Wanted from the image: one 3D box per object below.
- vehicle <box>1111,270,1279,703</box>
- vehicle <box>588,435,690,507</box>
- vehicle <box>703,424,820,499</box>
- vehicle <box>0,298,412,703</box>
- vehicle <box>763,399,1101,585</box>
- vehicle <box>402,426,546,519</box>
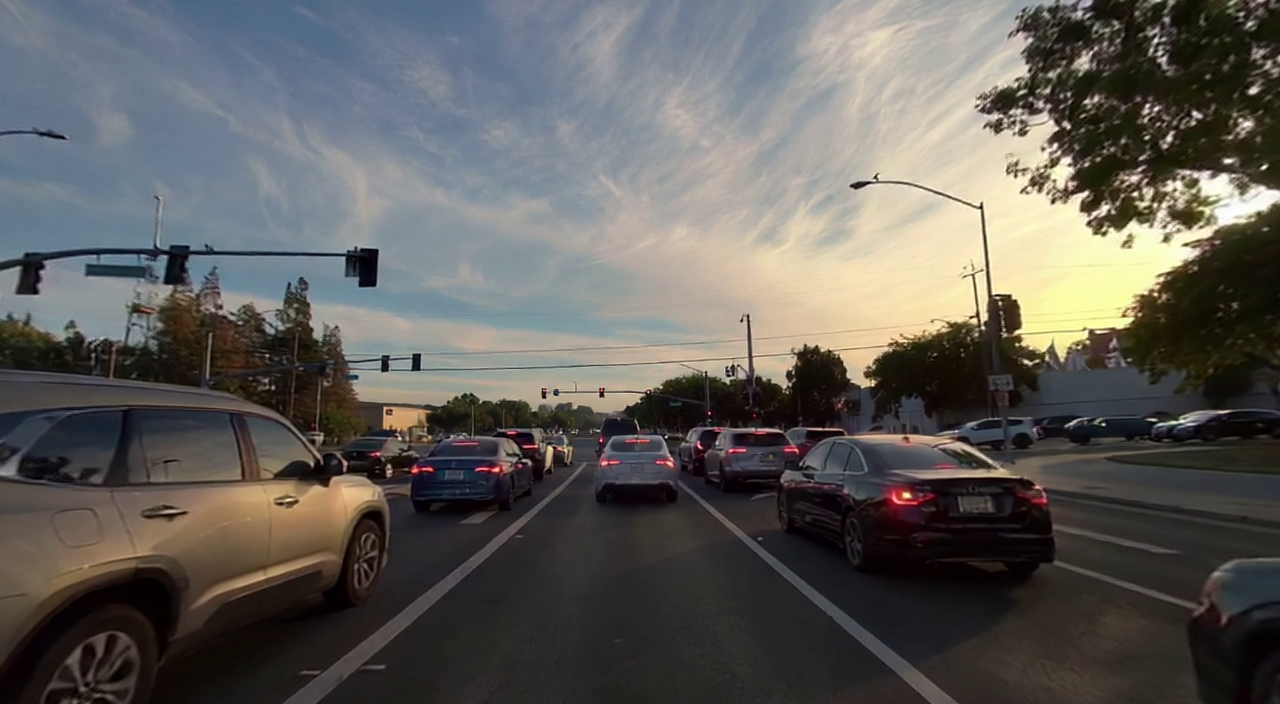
[{"bbox_3d":[3.339,0.383,0.454,2.111,1.839,4.857,0,-8,-1],"label":"vehicle"},{"bbox_3d":[-0.093,2.698,14.756,2.076,1.438,3.770,0,-8,-2],"label":"vehicle"},{"bbox_3d":[2.961,2.786,16.356,2.106,1.667,4.101,0,-8,-2],"label":"vehicle"},{"bbox_3d":[-3.246,0.961,3.833,2.079,1.756,4.676,0,-8,-2],"label":"vehicle"},{"bbox_3d":[3.125,1.603,8.042,2.074,1.685,4.387,0,-8,-2],"label":"vehicle"},{"bbox_3d":[-3.140,2.368,12.908,1.896,1.546,4.378,0,-8,-2],"label":"vehicle"}]
